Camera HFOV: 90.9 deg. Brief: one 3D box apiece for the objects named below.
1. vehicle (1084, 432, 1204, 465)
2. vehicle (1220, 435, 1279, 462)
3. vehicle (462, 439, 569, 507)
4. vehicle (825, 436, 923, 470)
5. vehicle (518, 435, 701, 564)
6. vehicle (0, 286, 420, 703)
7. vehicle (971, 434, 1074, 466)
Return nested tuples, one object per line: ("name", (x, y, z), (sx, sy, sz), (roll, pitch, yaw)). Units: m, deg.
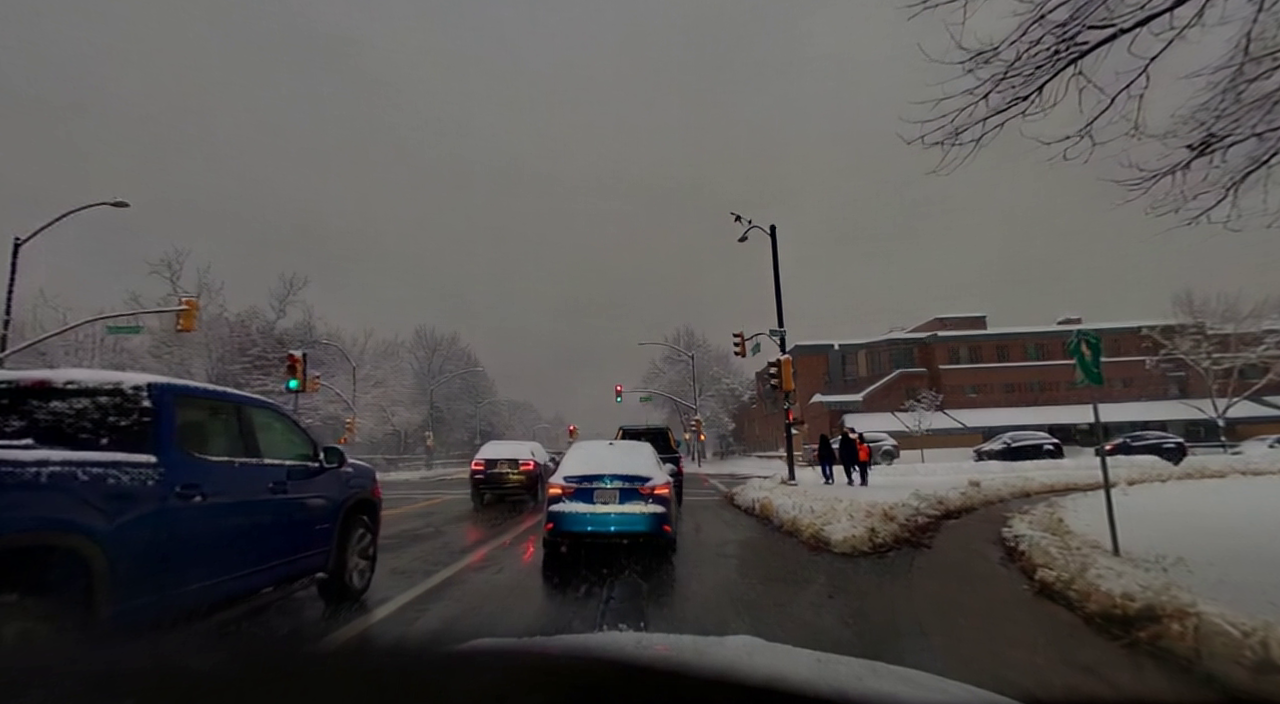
("vehicle", (28.969, 5.551, 36.355), (4.967, 1.794, 2.044), (-1, -8, 3))
("vehicle", (36.254, 5.474, 35.777), (4.643, 1.464, 1.840), (-1, -9, 3))
("vehicle", (-3.352, 3.351, 17.993), (2.003, 1.655, 4.878), (0, -8, 1))
("vehicle", (12.249, 5.338, 33.262), (4.394, 1.724, 1.886), (0, -9, 1))
("vehicle", (-0.340, 2.070, 9.708), (2.144, 1.497, 4.446), (0, -8, 0))
("vehicle", (-3.618, 1.009, 4.424), (2.202, 1.961, 4.980), (0, -8, 2))
("vehicle", (21.969, 5.642, 36.351), (4.529, 1.786, 2.110), (-1, -8, 2))
